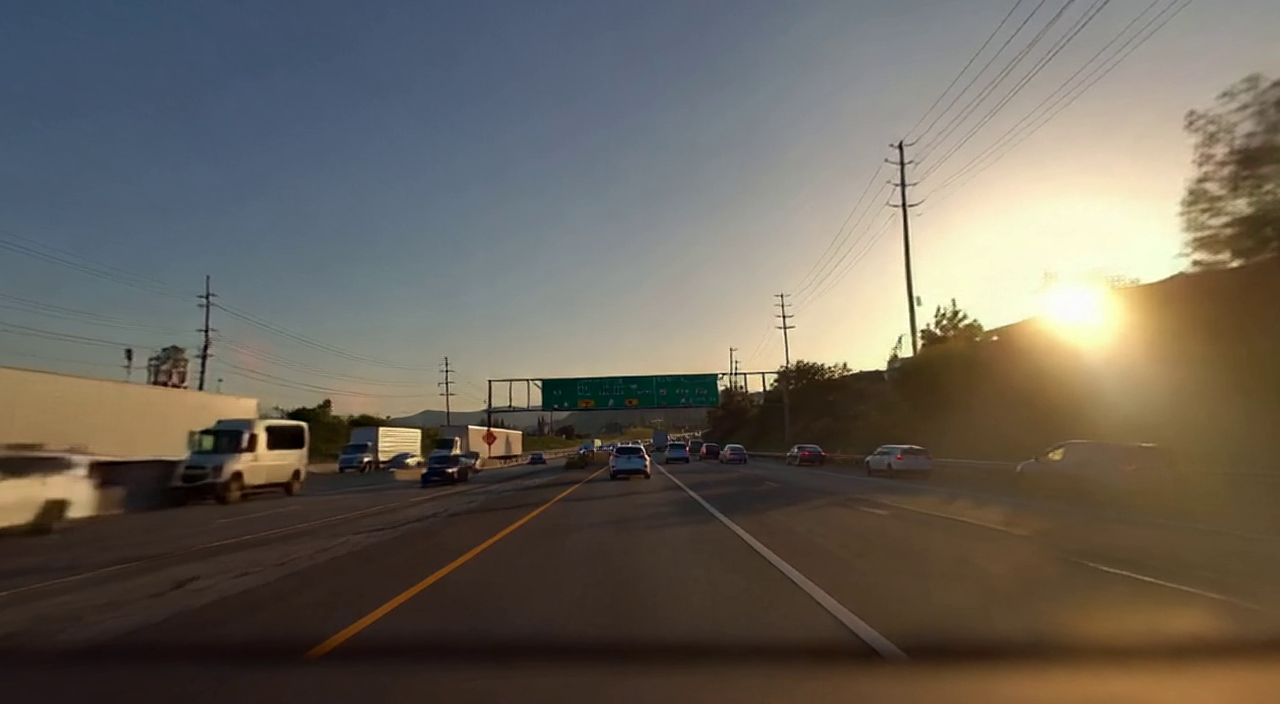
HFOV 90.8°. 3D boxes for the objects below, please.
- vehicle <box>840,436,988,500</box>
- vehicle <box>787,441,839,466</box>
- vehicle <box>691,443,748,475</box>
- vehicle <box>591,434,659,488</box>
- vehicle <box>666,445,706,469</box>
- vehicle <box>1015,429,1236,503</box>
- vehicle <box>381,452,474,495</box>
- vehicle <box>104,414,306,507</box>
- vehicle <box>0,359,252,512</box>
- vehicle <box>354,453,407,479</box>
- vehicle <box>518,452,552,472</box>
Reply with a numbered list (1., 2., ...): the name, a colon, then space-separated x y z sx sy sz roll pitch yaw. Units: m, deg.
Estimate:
1. vehicle: 7.042 3.013 16.813 1.958 1.473 4.201 0 -8 -1
2. vehicle: 10.854 6.396 40.005 1.901 1.485 4.483 0 -8 -2
3. vehicle: 3.868 5.293 31.520 1.934 1.461 4.368 1 -9 -5
4. vehicle: -0.520 3.997 23.513 2.298 1.809 4.359 0 -8 -1
5. vehicle: 2.880 6.667 40.290 2.115 1.481 3.968 0 -8 -2
6. vehicle: 11.320 2.672 15.212 1.944 1.505 4.138 0 -8 -2
7. vehicle: -8.239 4.714 24.974 2.086 1.477 4.438 0 -8 0
8. vehicle: -14.948 3.777 22.531 2.350 2.794 6.786 0 -8 0
9. vehicle: -18.438 2.730 20.242 3.134 3.965 14.329 0 -8 -1
10. vehicle: -18.349 8.019 44.855 1.866 1.689 4.569 0 -8 -1
11. vehicle: -8.151 8.576 49.484 1.897 1.470 4.474 0 -8 0
